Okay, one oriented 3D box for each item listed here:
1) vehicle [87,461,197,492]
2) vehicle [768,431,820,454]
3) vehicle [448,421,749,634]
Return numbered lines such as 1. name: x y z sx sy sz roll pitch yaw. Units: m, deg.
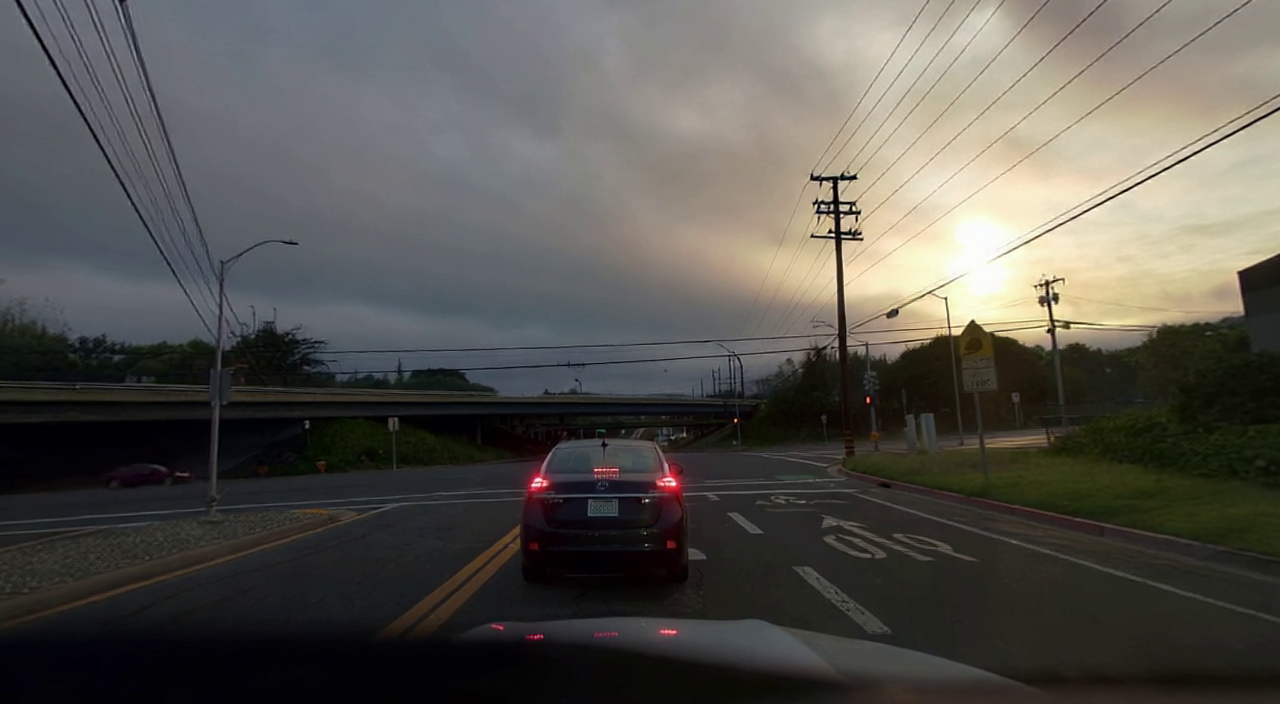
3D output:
1. vehicle: -28.563 7.105 36.283 1.808 1.539 4.600 -8 -11 40
2. vehicle: 11.710 6.853 47.755 1.901 1.637 4.435 -8 -12 42
3. vehicle: -0.251 1.528 6.463 2.090 1.458 4.033 -1 -9 1
